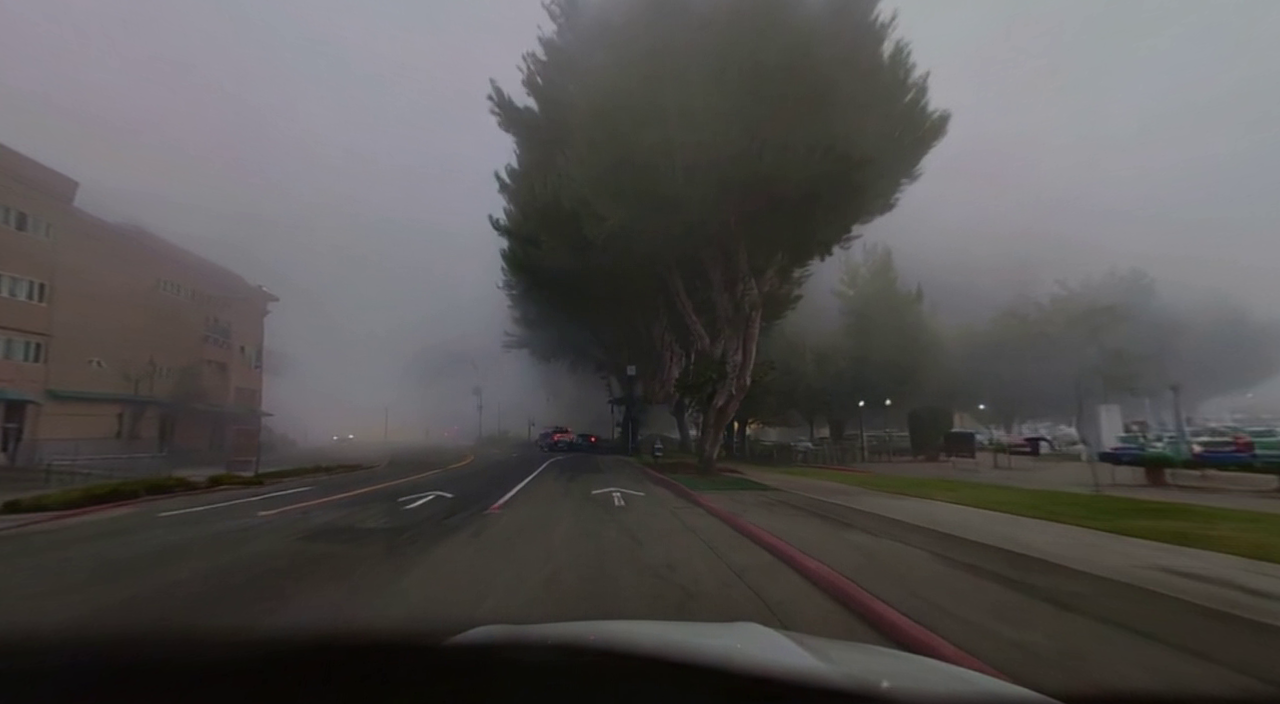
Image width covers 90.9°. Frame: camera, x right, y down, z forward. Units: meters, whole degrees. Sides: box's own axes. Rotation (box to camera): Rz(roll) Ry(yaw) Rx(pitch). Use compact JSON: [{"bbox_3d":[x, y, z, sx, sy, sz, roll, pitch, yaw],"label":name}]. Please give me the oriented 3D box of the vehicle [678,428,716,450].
[{"bbox_3d":[4.284,6.646,47.911,1.769,1.516,3.520,0,-9,-14],"label":"vehicle"}]
